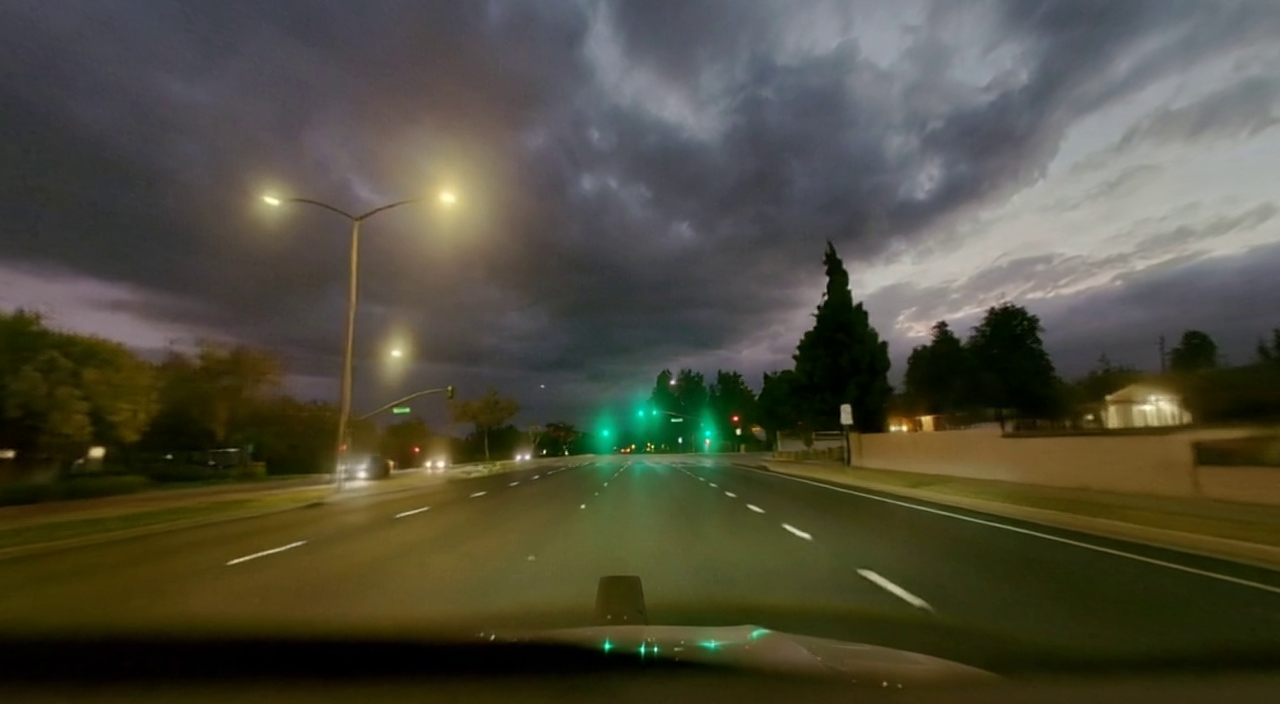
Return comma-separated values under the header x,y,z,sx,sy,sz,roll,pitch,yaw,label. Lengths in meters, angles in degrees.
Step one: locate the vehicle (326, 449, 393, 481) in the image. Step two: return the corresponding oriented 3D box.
x,y,z,sx,sy,sz,roll,pitch,yaw,label
-16.487,6.638,37.278,1.935,1.686,4.202,-1,-9,1,vehicle
